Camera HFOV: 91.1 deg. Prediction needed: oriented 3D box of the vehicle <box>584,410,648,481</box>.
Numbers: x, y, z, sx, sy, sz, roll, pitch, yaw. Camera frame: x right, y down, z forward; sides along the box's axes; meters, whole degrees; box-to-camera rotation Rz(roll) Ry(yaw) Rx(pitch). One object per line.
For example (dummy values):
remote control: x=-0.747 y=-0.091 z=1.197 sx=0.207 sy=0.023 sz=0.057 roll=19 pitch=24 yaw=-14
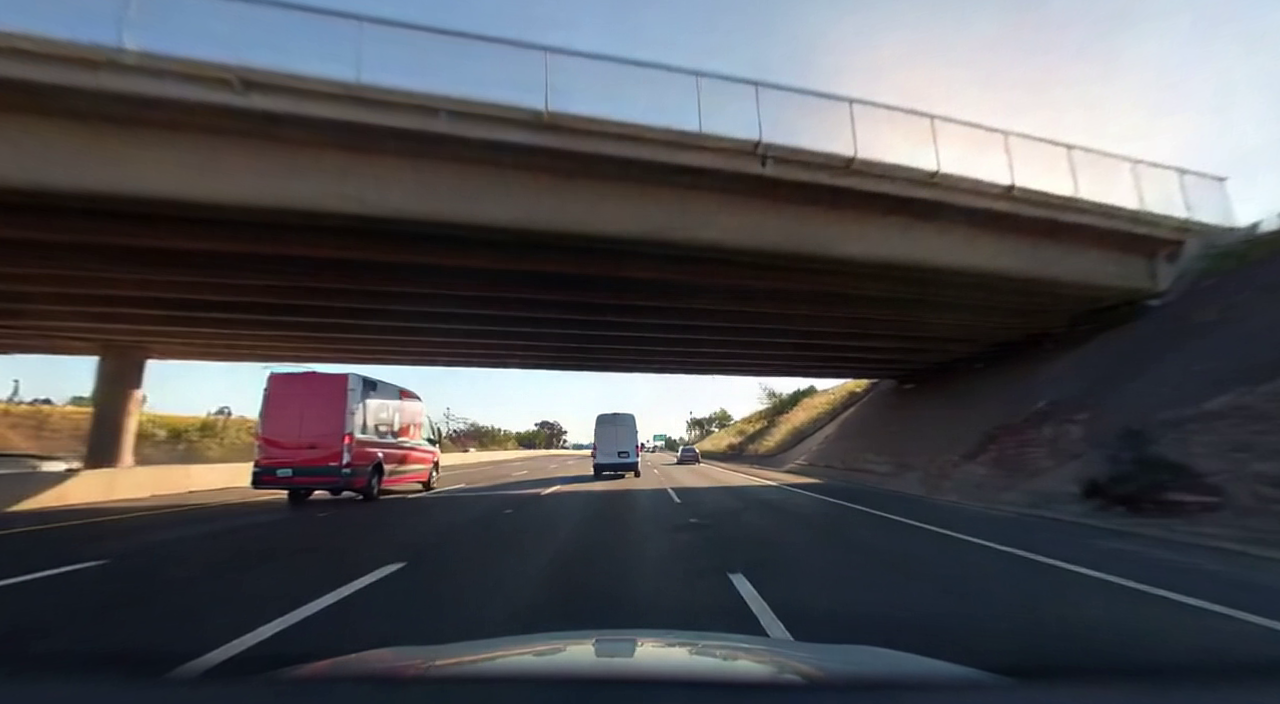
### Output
vehicle: x=-0.913 y=4.102 z=27.564 sx=2.476 sy=2.776 sz=5.598 roll=0 pitch=-9 yaw=1

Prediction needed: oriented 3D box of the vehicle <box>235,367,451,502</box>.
vehicle: x=-8.115 y=2.522 z=18.554 sx=2.965 sy=3.178 sz=7.188 roll=0 pitch=-9 yaw=-1

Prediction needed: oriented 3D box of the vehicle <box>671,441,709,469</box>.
vehicle: x=3.135 y=6.521 z=39.930 sx=1.987 sy=1.648 sz=3.984 roll=0 pitch=-9 yaw=-1
